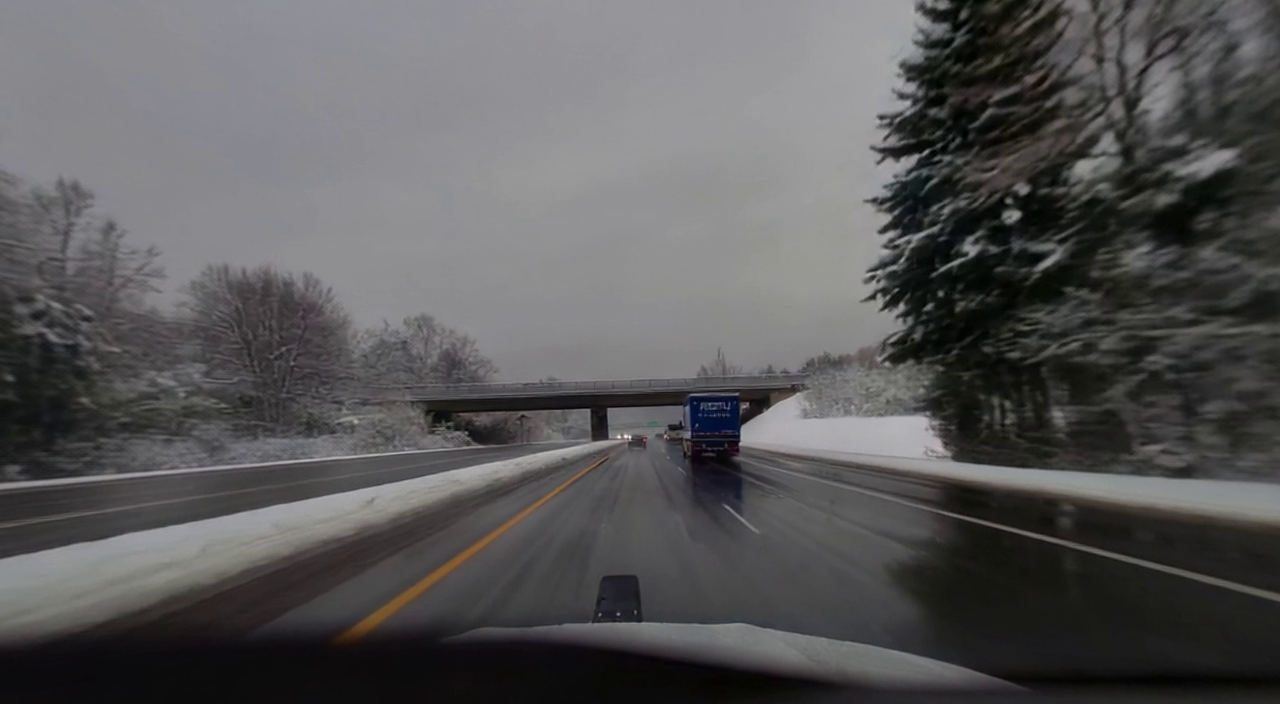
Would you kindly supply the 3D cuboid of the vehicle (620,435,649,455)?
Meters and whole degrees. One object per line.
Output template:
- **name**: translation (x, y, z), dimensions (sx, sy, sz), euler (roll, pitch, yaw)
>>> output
- **vehicle**: translation (-0.405, 6.648, 45.144), dimensions (1.996, 1.325, 4.029), euler (0, -8, 0)

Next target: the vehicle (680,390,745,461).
- **vehicle**: translation (3.620, 3.778, 32.304), dimensions (2.913, 3.491, 2.811), euler (0, -8, -1)
